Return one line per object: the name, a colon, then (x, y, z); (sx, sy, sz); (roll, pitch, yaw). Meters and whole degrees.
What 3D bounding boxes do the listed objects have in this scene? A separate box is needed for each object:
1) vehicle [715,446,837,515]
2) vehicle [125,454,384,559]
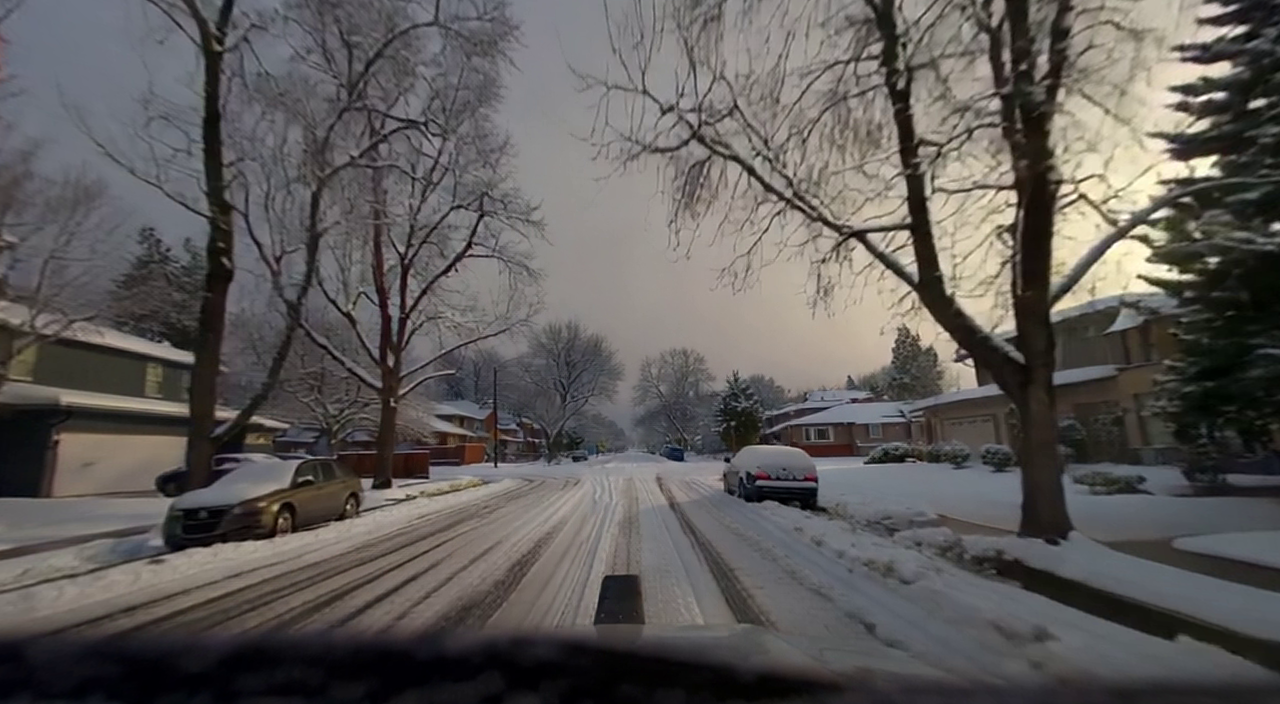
vehicle: (3.245, 3.142, 16.054); (1.986, 1.476, 4.306); (0, -9, -3)
vehicle: (-6.649, 2.660, 11.685); (2.035, 1.480, 4.508); (0, -9, -1)
